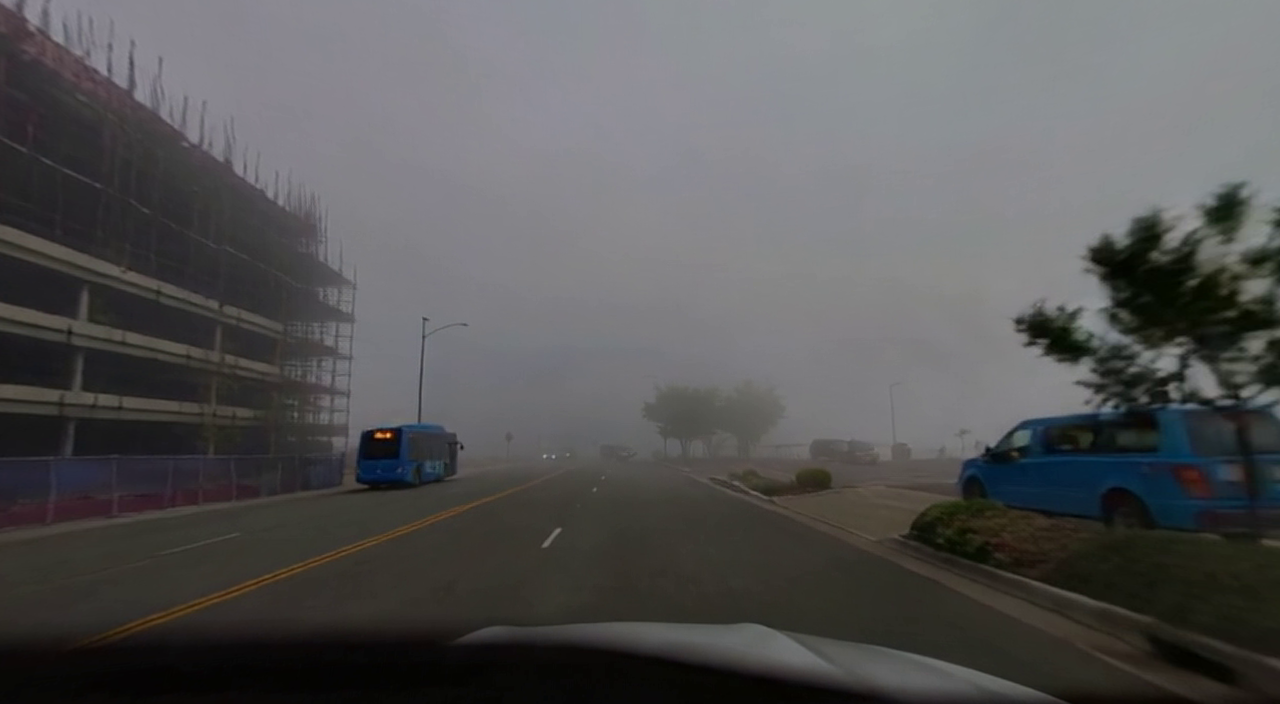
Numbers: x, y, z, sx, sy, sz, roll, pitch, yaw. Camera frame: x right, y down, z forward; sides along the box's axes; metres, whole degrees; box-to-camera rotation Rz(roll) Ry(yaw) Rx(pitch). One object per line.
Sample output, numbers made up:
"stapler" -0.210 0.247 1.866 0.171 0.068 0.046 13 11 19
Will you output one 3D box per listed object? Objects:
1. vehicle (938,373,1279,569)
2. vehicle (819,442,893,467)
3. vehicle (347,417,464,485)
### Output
"vehicle" 6.986 1.662 9.184 2.267 1.911 5.816 1 -10 -2
"vehicle" 13.393 6.396 39.253 3.897 1.470 1.829 1 -10 -2
"vehicle" -10.538 4.563 29.181 2.979 2.803 5.962 0 -9 1
